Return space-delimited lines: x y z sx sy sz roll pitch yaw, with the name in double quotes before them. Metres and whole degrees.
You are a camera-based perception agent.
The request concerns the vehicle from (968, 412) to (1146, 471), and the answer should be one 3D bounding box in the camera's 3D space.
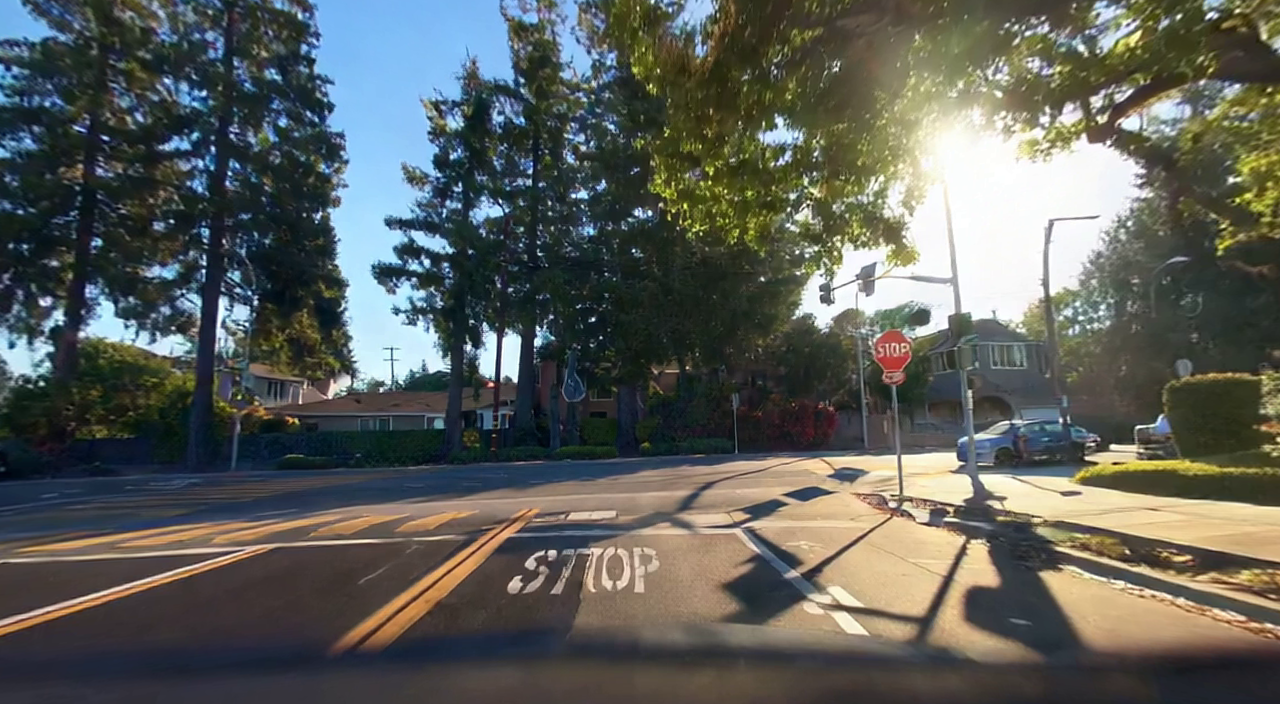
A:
"vehicle" 12.902 2.787 19.707 4.208 1.685 2.014 1 -8 -7
